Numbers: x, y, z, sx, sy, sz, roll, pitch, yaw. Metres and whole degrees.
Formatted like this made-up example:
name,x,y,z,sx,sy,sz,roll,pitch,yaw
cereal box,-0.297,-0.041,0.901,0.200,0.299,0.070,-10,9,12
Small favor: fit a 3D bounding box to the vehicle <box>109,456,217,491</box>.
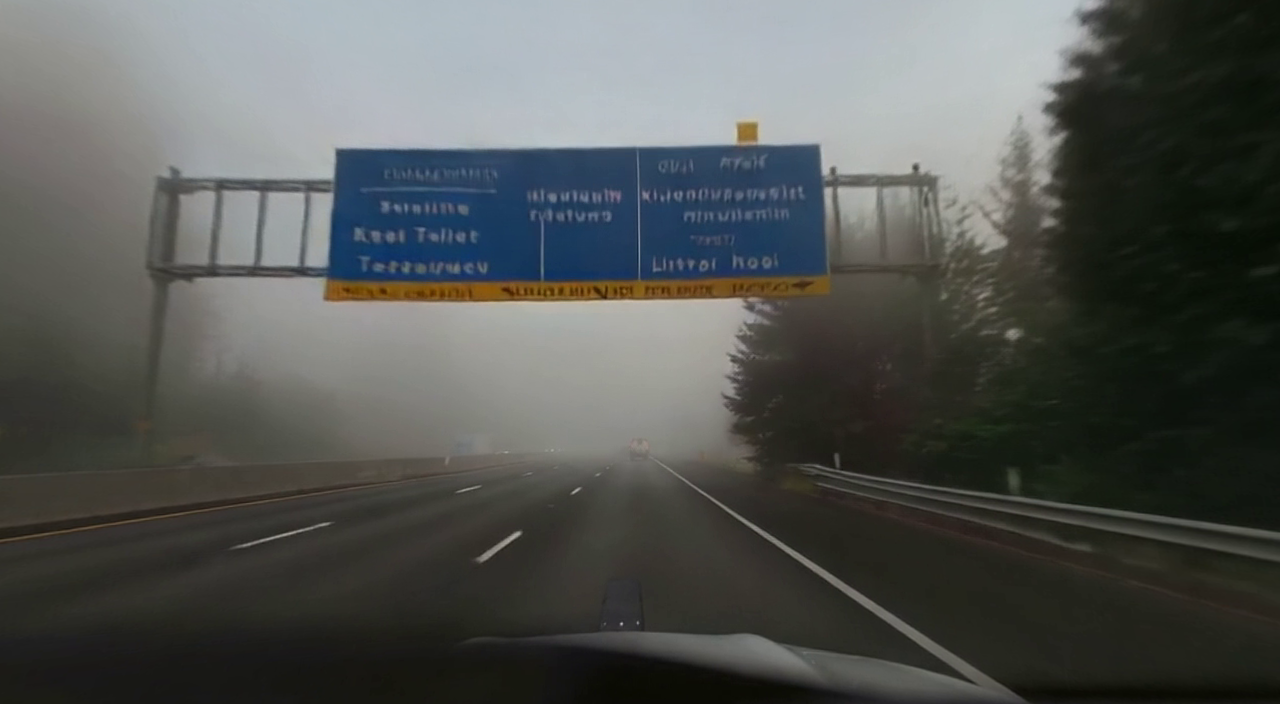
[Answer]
name,x,y,z,sx,sy,sz,roll,pitch,yaw
vehicle,-21.036,5.338,28.078,1.645,1.373,4.176,0,-9,-2
